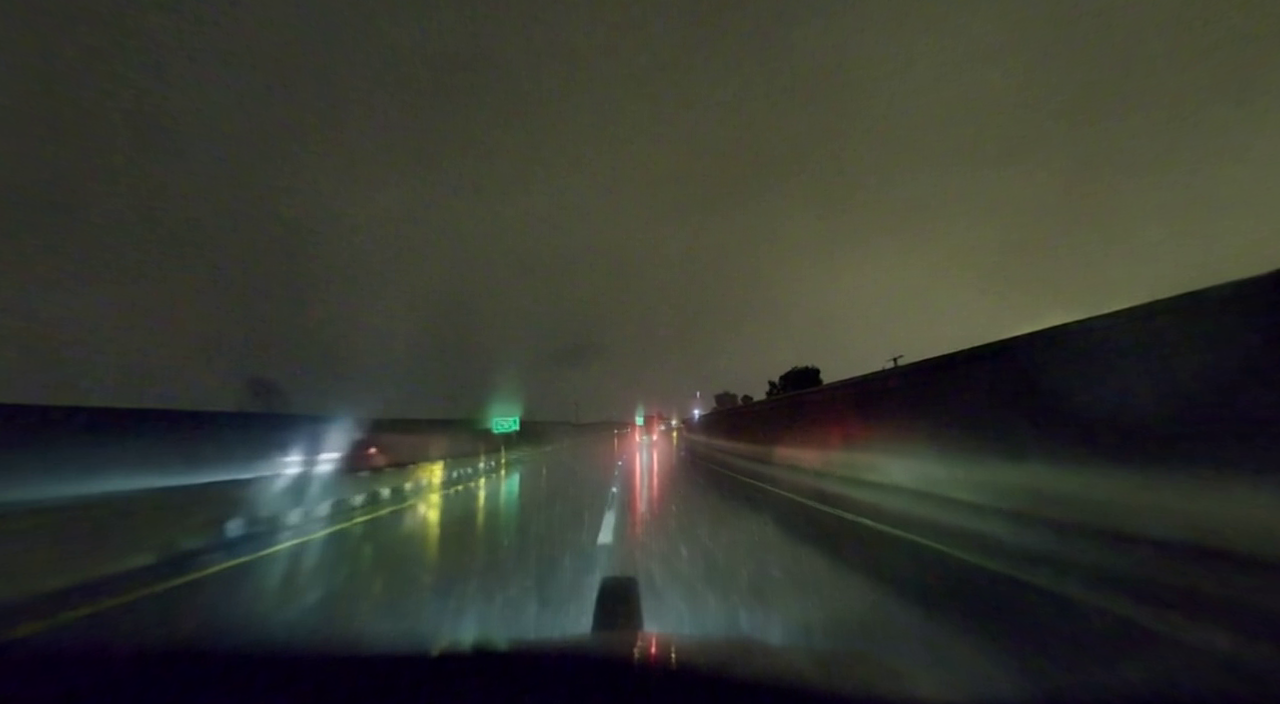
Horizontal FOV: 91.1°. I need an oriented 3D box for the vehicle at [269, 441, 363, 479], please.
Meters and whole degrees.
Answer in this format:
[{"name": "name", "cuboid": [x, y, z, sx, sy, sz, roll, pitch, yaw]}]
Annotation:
[{"name": "vehicle", "cuboid": [-14.346, 4.757, 28.146, 1.917, 1.505, 4.399, 0, -8, -1]}]
